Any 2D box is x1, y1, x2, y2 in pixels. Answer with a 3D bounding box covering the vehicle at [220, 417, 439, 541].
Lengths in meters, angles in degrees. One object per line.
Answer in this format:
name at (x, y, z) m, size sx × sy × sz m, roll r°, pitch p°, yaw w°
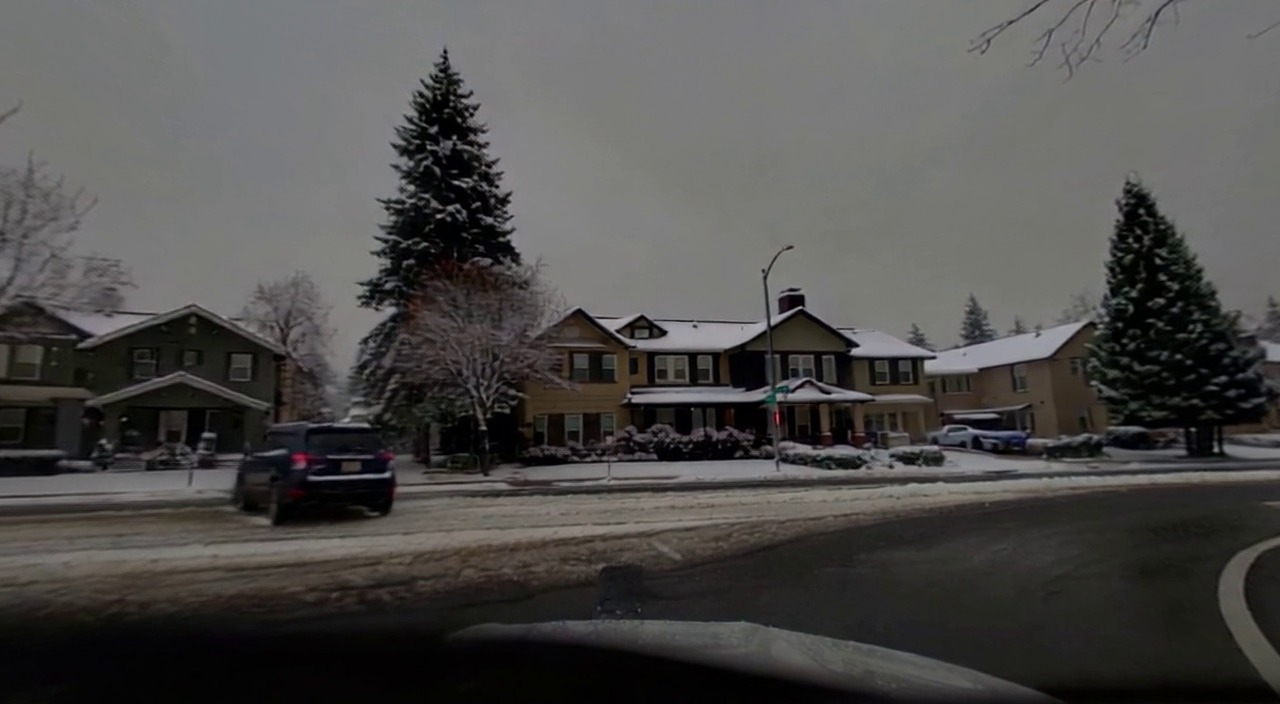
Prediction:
vehicle at (-5.557, 2.100, 11.072) m, size 2.145 × 1.695 × 4.210 m, roll 8°, pitch -12°, yaw -43°
